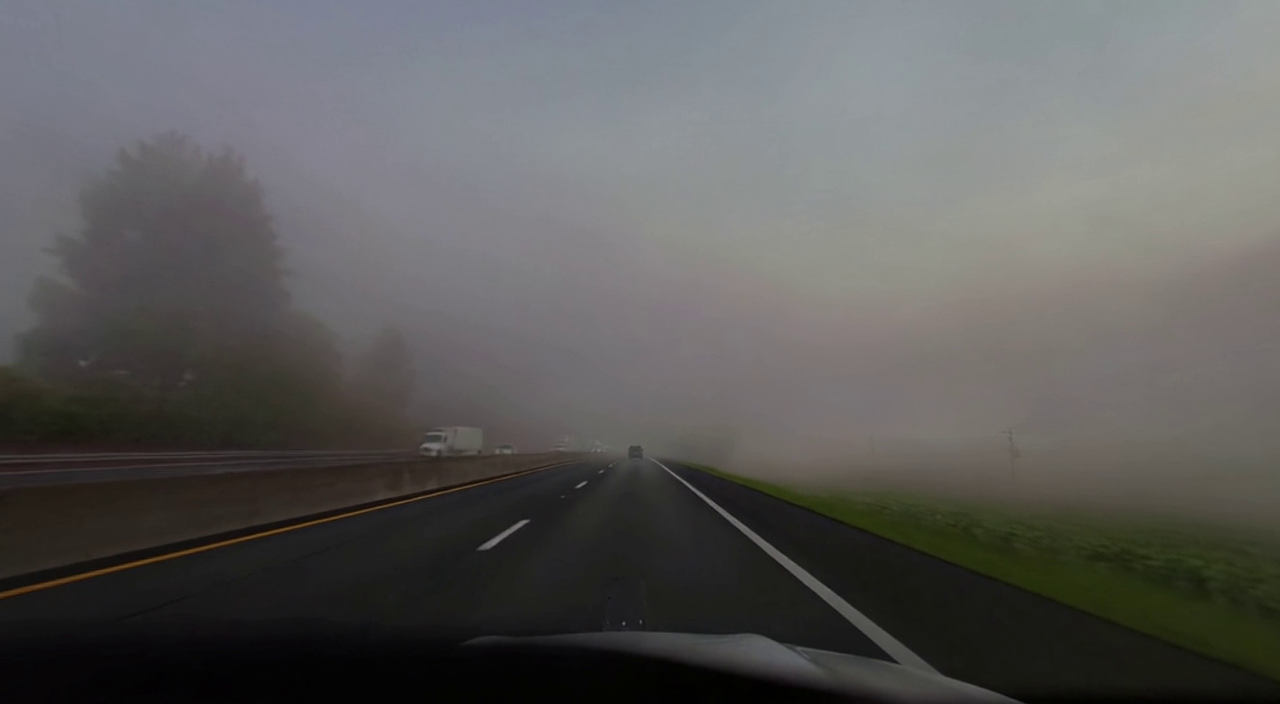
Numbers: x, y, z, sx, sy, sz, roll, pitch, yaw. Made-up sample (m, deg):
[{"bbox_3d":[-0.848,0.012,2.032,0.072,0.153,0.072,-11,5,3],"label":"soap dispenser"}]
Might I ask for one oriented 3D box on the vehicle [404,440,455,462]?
[{"bbox_3d":[-15.754,7.453,47.436,2.202,1.541,4.490,0,-9,1],"label":"vehicle"}]
